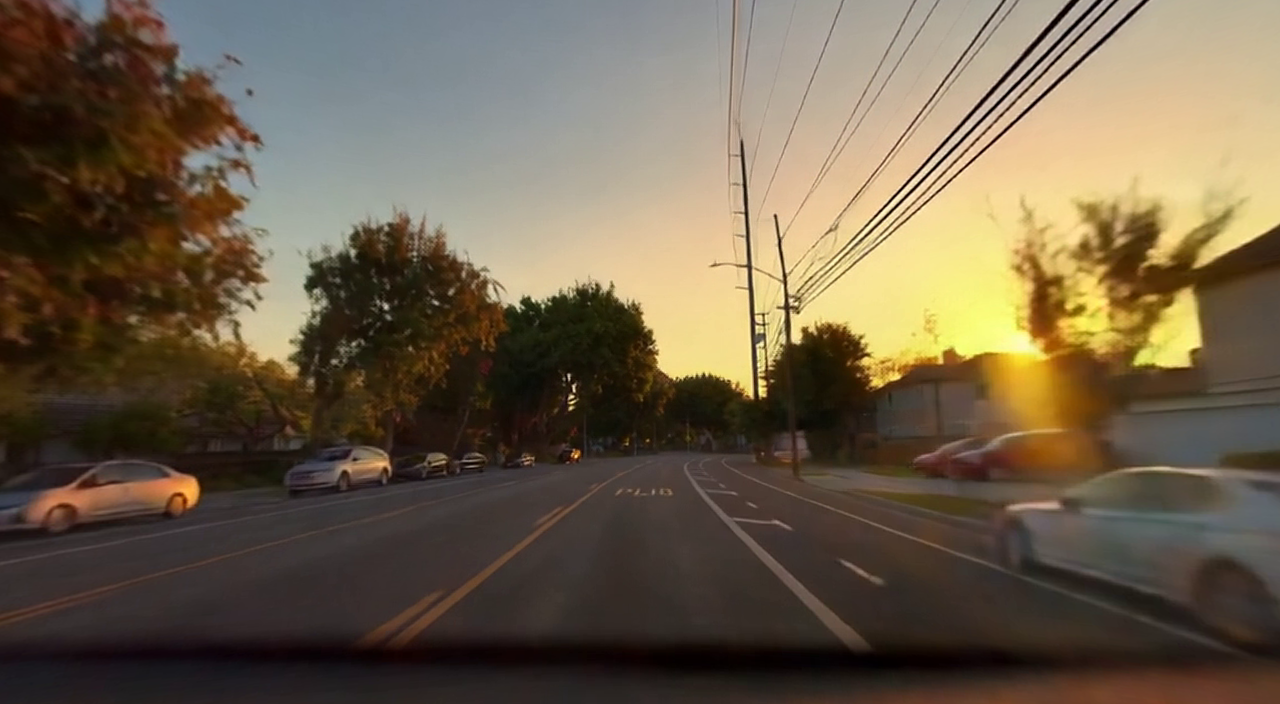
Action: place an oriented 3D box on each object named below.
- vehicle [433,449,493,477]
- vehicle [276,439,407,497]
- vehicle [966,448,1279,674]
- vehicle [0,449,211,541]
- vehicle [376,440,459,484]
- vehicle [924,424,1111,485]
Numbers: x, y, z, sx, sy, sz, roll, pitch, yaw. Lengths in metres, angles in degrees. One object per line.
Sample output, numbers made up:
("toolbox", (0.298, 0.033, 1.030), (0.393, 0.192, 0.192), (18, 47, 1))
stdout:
("vehicle", (-10.673, 6.702, 38.331), (1.908, 1.491, 4.627), (-1, -8, 5))
("vehicle", (-11.510, 4.505, 24.881), (2.225, 1.887, 5.672), (-3, -9, 3))
("vehicle", (5.164, 1.615, 5.715), (1.959, 1.439, 4.532), (0, -8, 0))
("vehicle", (-11.986, 3.025, 13.810), (1.907, 1.612, 4.594), (-3, -9, 0))
("vehicle", (-11.183, 5.582, 32.135), (2.114, 1.925, 5.449), (-3, -9, 2))
("vehicle", (12.037, 3.300, 20.368), (4.710, 1.846, 1.985), (0, -8, 2))
